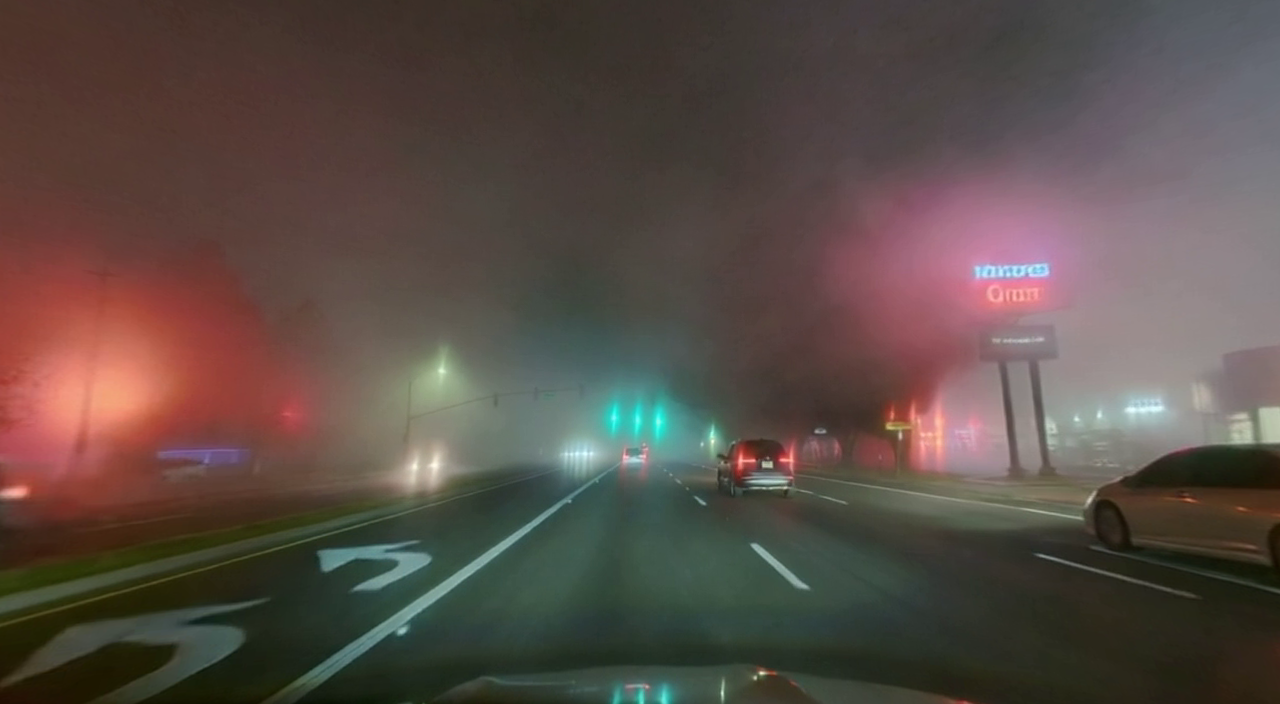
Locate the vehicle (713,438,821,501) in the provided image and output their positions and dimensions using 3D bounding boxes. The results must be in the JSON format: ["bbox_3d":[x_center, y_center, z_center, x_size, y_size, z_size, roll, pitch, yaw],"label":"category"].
[{"bbox_3d":[3.480,3.313,18.261,2.072,1.545,4.578,0,-8,-1],"label":"vehicle"}]

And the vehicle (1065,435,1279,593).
[{"bbox_3d":[6.894,1.575,6.417,1.952,1.449,4.544,0,-8,-1],"label":"vehicle"}]

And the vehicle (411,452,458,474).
[{"bbox_3d":[-15.274,8.230,47.162,1.908,1.486,4.629,-1,-8,1],"label":"vehicle"}]

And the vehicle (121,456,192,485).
[{"bbox_3d":[-32.983,8.058,43.258,1.856,1.675,5.356,2,-9,-15],"label":"vehicle"}]

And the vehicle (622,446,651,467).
[{"bbox_3d":[-0.247,7.844,47.436,2.052,1.461,4.324,0,-8,0],"label":"vehicle"}]
